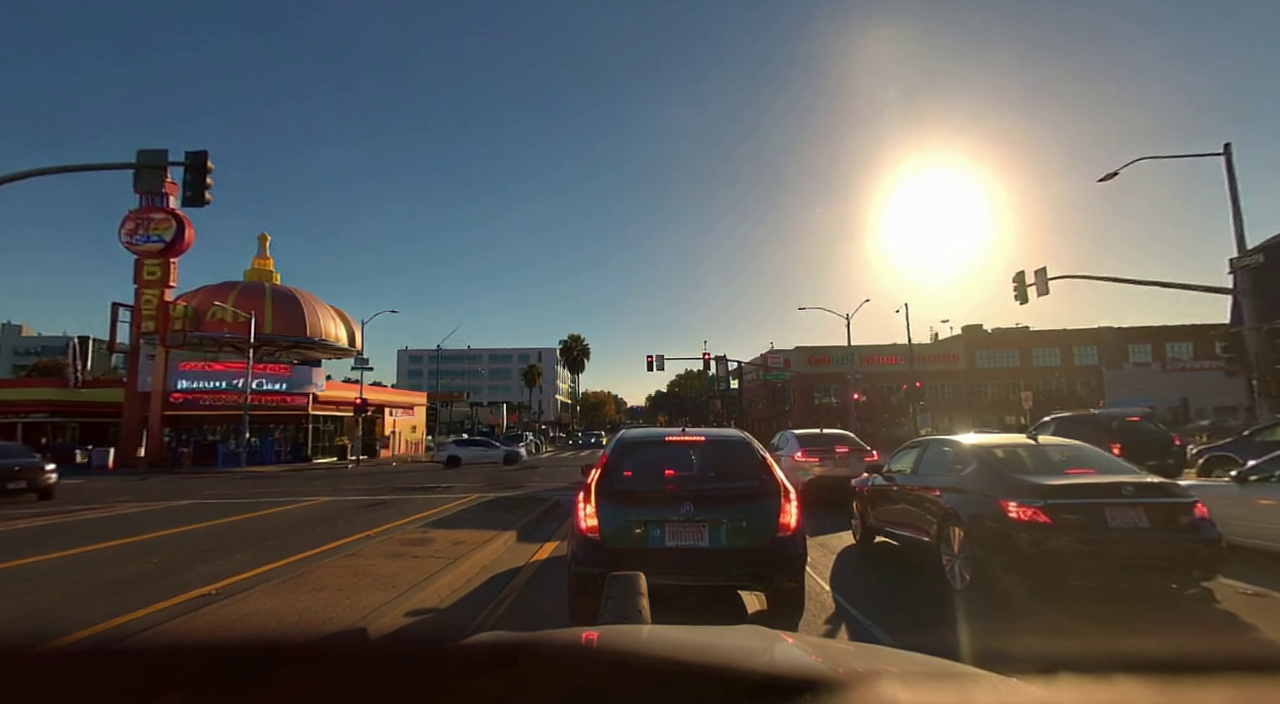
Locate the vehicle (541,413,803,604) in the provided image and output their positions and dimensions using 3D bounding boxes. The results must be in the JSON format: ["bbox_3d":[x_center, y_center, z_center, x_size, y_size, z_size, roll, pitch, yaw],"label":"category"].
[{"bbox_3d":[0.215,1.523,7.012,2.073,1.496,3.892,0,-8,-1],"label":"vehicle"}]

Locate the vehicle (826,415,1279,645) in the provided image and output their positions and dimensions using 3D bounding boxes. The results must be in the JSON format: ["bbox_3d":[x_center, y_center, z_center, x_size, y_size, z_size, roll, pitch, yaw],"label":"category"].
[{"bbox_3d":[3.517,1.487,6.400,1.883,1.480,4.489,0,-8,0],"label":"vehicle"}]

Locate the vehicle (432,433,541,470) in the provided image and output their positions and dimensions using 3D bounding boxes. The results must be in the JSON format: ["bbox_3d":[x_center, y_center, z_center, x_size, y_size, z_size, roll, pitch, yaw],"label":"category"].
[{"bbox_3d":[-7.487,4.845,30.857,4.833,1.701,2.077,4,-9,-23],"label":"vehicle"}]

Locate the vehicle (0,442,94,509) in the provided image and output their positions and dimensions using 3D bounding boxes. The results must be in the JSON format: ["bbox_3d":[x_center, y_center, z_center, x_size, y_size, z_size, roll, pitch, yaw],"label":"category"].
[{"bbox_3d":[-19.101,3.622,18.924,4.841,1.783,2.203,-4,-9,26],"label":"vehicle"}]
